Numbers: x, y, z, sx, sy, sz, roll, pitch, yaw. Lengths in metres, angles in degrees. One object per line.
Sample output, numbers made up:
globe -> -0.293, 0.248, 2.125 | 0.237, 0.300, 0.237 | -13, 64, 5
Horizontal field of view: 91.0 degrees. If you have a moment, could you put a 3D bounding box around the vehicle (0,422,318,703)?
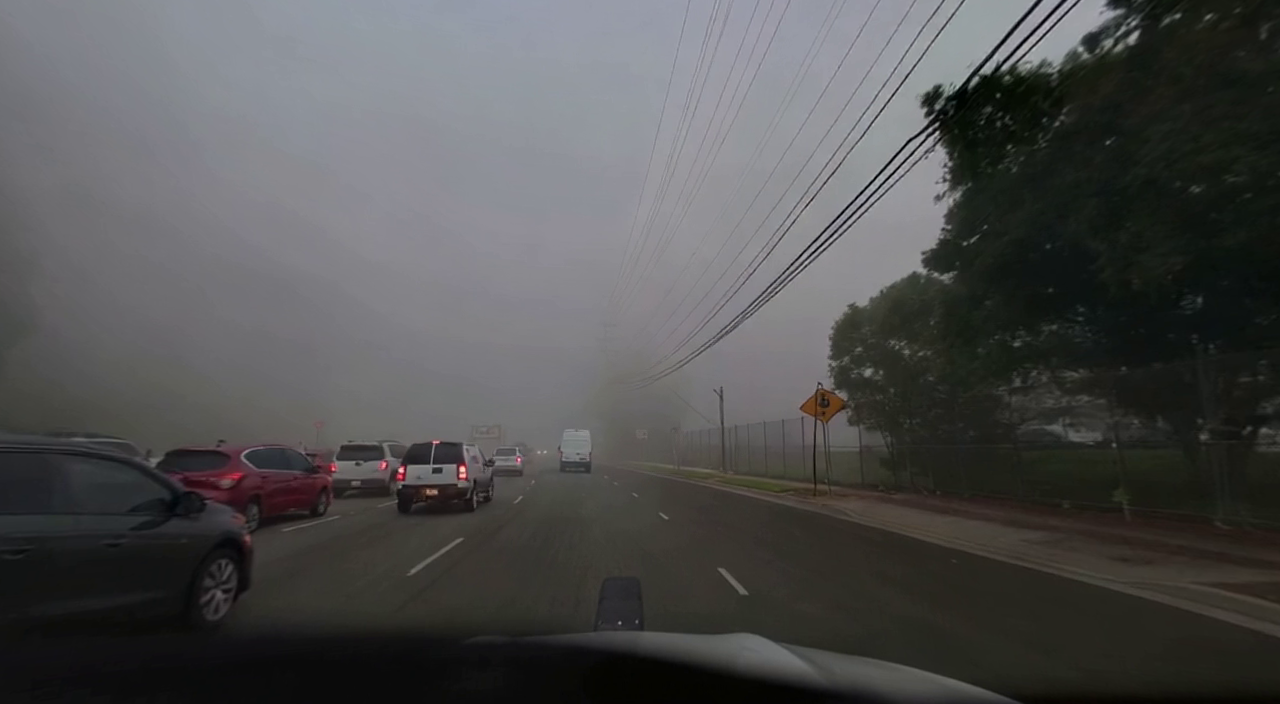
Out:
vehicle -> -3.936, 1.145, 3.445 | 1.946, 1.467, 4.653 | 0, -8, -1

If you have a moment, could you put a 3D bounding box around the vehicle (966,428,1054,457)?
vehicle -> 28.481, 6.984, 48.504 | 5.535, 2.130, 2.145 | 2, -9, -9

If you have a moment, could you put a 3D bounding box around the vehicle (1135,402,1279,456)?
vehicle -> 37.133, 5.029, 40.958 | 7.865, 3.323, 2.806 | 1, -8, -9

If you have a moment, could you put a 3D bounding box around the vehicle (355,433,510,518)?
vehicle -> -4.672, 2.837, 15.117 | 2.388, 1.692, 4.684 | 1, -8, -4

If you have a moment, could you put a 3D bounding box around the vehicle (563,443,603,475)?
vehicle -> -3.267, 6.003, 35.504 | 2.055, 1.671, 4.147 | 1, -9, -7
